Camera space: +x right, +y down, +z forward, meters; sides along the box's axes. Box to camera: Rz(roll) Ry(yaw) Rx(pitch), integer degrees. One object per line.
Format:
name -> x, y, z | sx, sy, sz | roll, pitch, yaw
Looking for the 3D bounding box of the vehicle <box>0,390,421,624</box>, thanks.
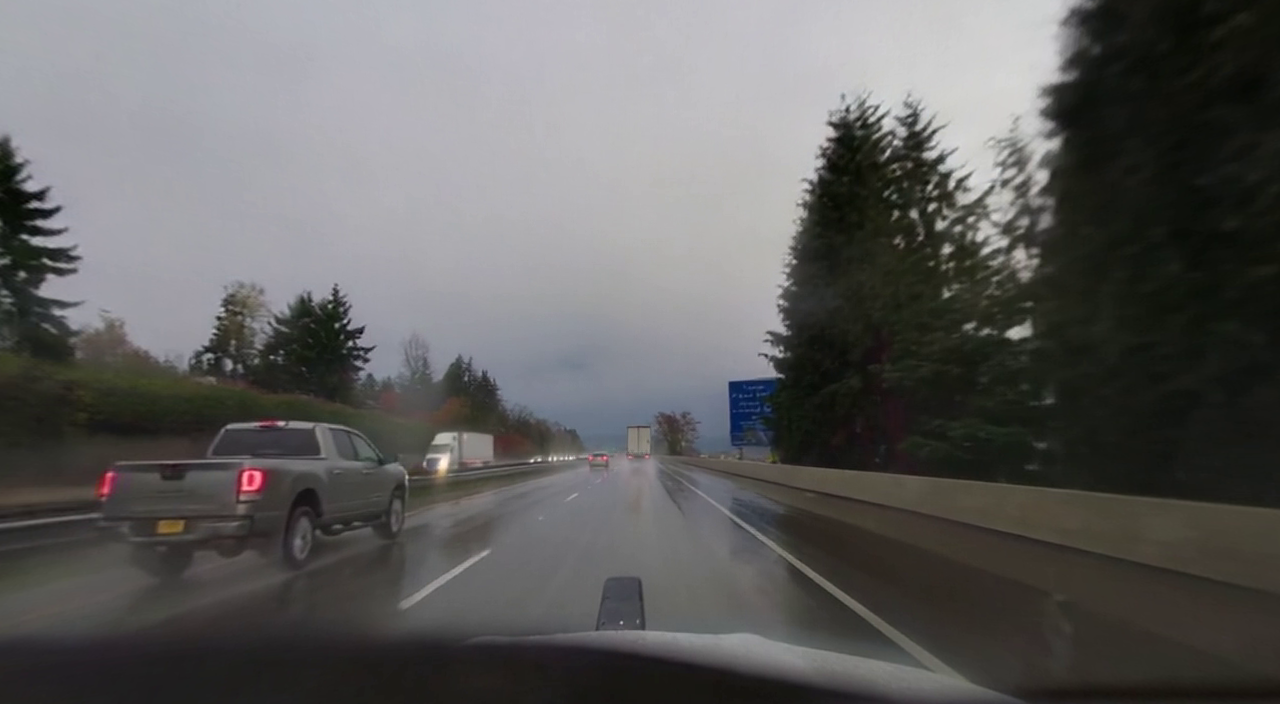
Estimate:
vehicle -> -4.485, 1.594, 7.411 | 2.079, 1.845, 4.654 | 0, -9, 1
